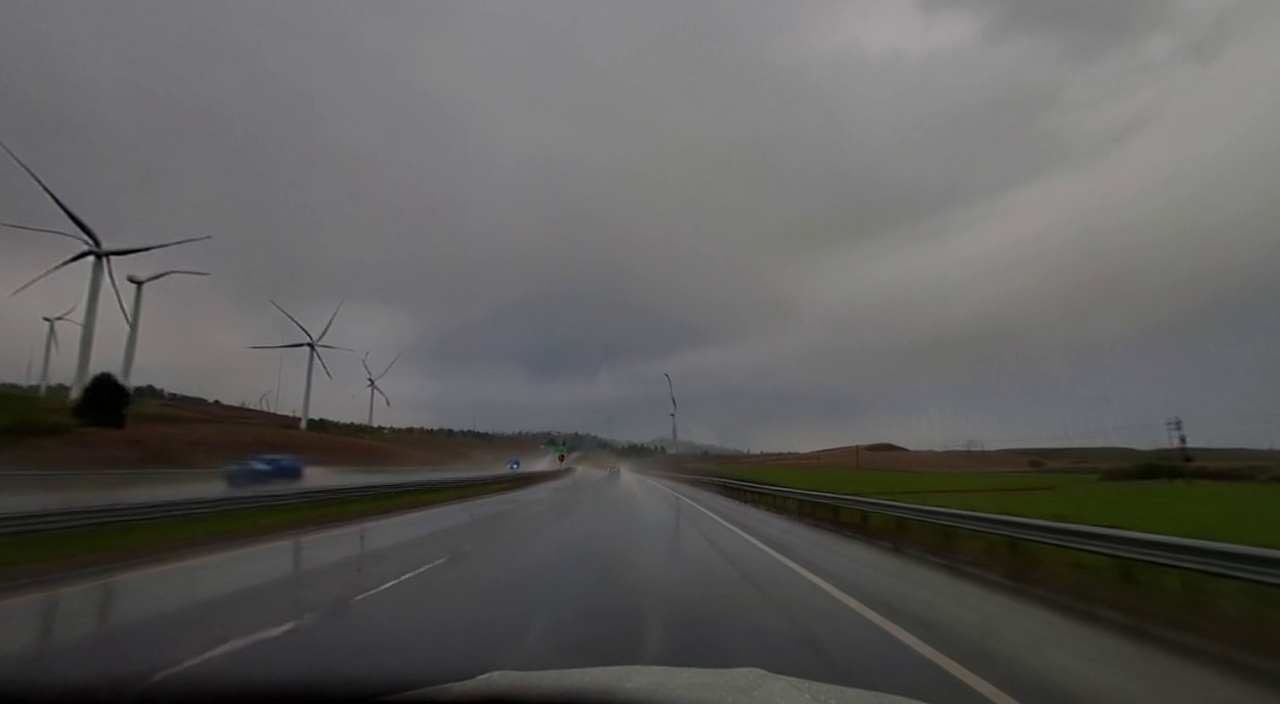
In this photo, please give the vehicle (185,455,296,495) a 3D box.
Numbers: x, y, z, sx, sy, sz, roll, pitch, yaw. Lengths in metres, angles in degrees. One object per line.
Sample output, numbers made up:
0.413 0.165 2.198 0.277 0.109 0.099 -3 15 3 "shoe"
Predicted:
-16.299 5.057 26.020 1.783 1.448 4.377 1 -11 -1 "vehicle"
